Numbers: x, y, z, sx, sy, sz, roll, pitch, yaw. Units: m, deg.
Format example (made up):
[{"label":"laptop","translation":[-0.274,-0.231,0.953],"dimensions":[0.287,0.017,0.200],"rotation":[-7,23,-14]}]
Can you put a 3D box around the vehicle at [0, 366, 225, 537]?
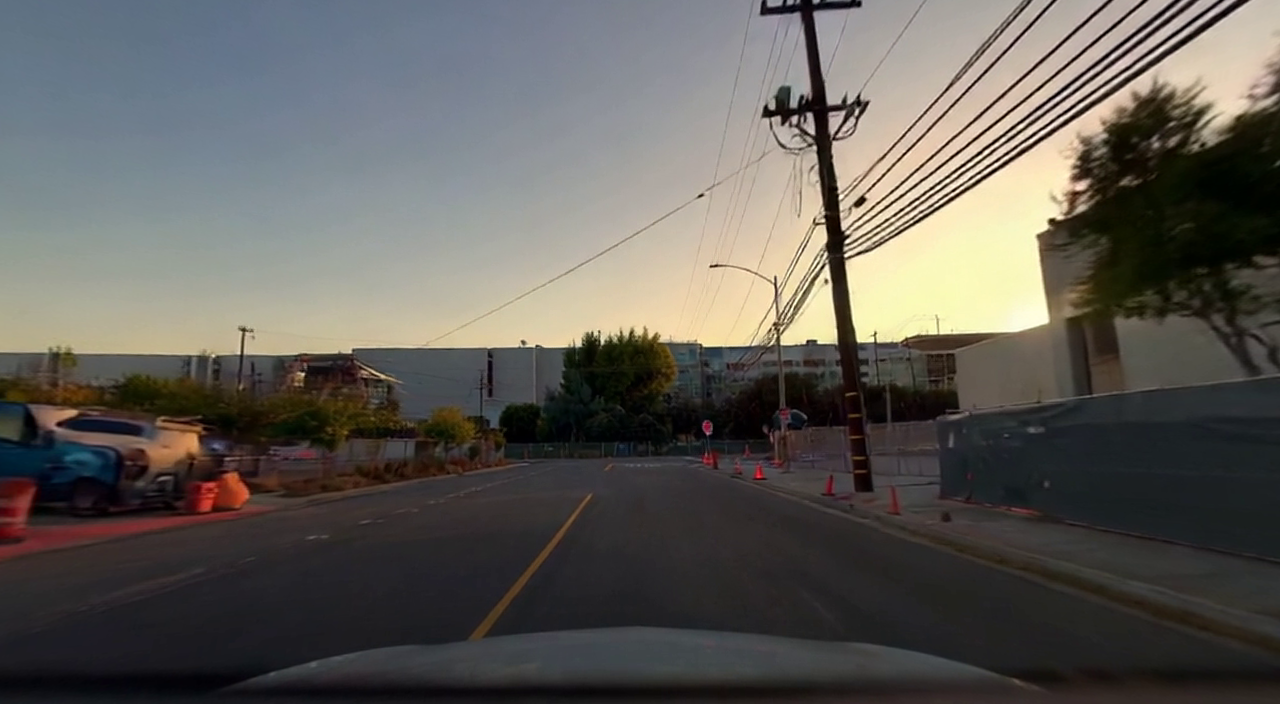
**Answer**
[{"label":"vehicle","translation":[-13.107,1.999,12.861],"dimensions":[6.887,3.069,3.065],"rotation":[0,-9,-4]}]
